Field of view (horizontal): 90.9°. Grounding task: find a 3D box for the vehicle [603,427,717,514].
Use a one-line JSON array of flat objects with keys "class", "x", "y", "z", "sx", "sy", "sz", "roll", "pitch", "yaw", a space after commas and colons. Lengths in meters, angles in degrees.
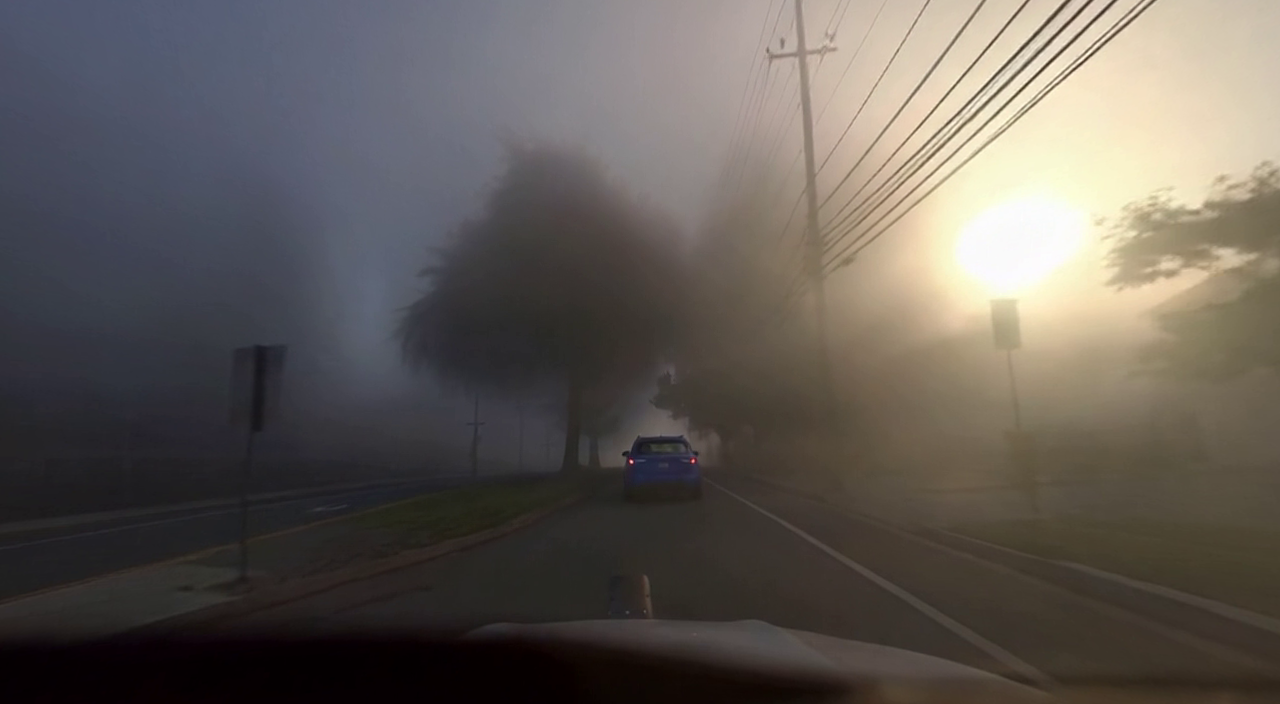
[{"class": "vehicle", "x": 0.396, "y": 2.601, "z": 14.283, "sx": 2.200, "sy": 1.653, "sz": 4.127, "roll": 0, "pitch": -8, "yaw": 0}]
